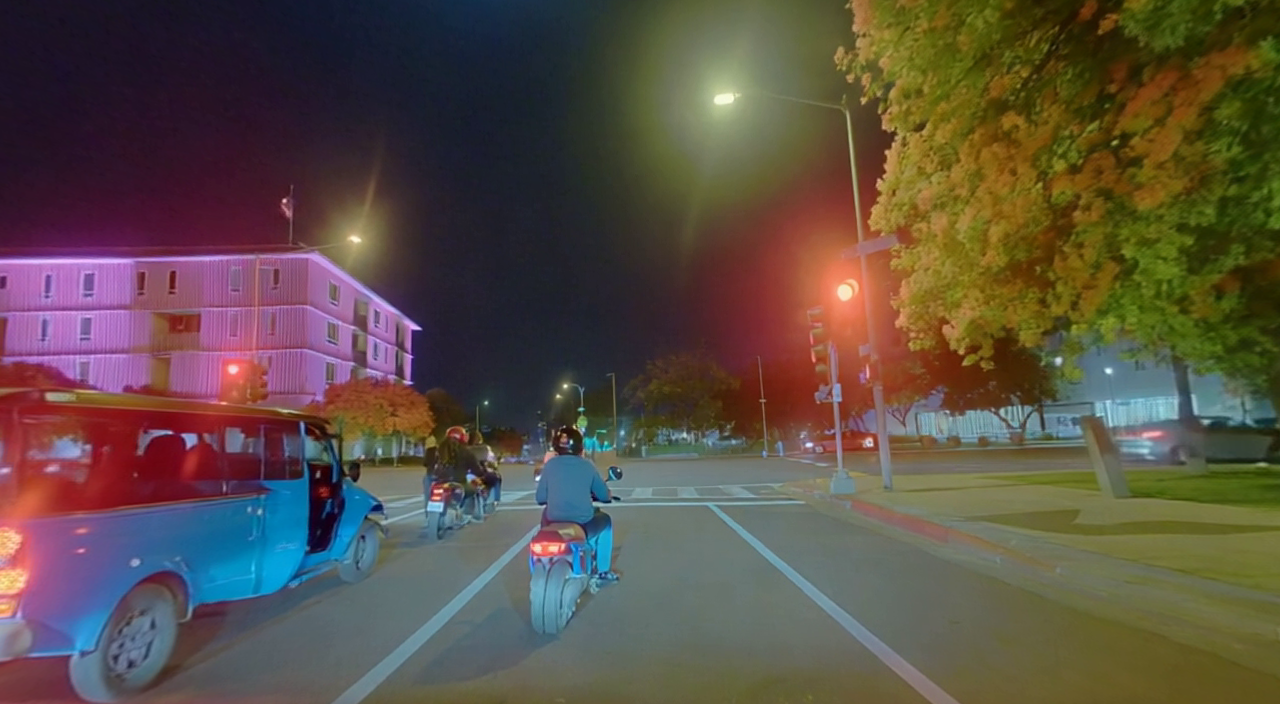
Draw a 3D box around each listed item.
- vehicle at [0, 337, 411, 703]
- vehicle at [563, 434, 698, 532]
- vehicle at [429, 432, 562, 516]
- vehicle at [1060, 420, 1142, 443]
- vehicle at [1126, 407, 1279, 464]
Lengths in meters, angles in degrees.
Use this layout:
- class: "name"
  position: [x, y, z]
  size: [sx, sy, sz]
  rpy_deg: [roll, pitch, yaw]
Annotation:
- class: "vehicle"
  position: [-3.586, 1.156, 4.542]
  size: [2.000, 1.809, 4.855]
  rpy_deg: [0, -9, 1]
- class: "vehicle"
  position: [-0.103, 2.297, 11.621]
  size: [2.025, 1.458, 4.085]
  rpy_deg: [-1, -9, 1]
- class: "vehicle"
  position: [-3.096, 2.706, 14.441]
  size: [1.935, 1.615, 4.073]
  rpy_deg: [-1, -9, 2]
- class: "vehicle"
  position: [30.795, 5.333, 42.157]
  size: [1.751, 1.420, 4.027]
  rpy_deg: [8, -12, -43]
- class: "vehicle"
  position: [20.782, 2.982, 22.302]
  size: [2.016, 1.840, 5.226]
  rpy_deg: [7, -11, -41]
